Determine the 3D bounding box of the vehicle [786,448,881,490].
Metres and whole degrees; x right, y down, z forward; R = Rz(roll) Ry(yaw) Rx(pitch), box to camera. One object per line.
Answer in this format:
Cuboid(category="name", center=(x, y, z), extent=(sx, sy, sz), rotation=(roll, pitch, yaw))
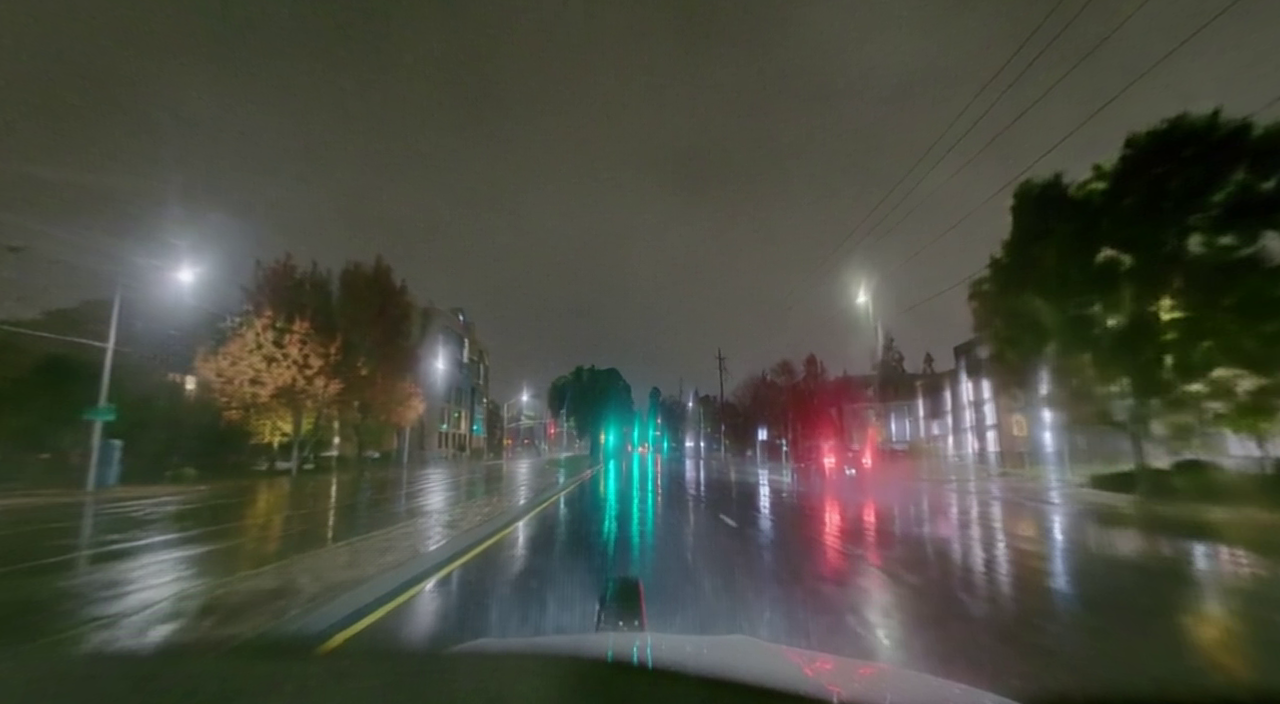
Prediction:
Cuboid(category="vehicle", center=(7.136, 4.350, 23.783), extent=(2.054, 1.421, 4.487), rotation=(0, -9, -1))
